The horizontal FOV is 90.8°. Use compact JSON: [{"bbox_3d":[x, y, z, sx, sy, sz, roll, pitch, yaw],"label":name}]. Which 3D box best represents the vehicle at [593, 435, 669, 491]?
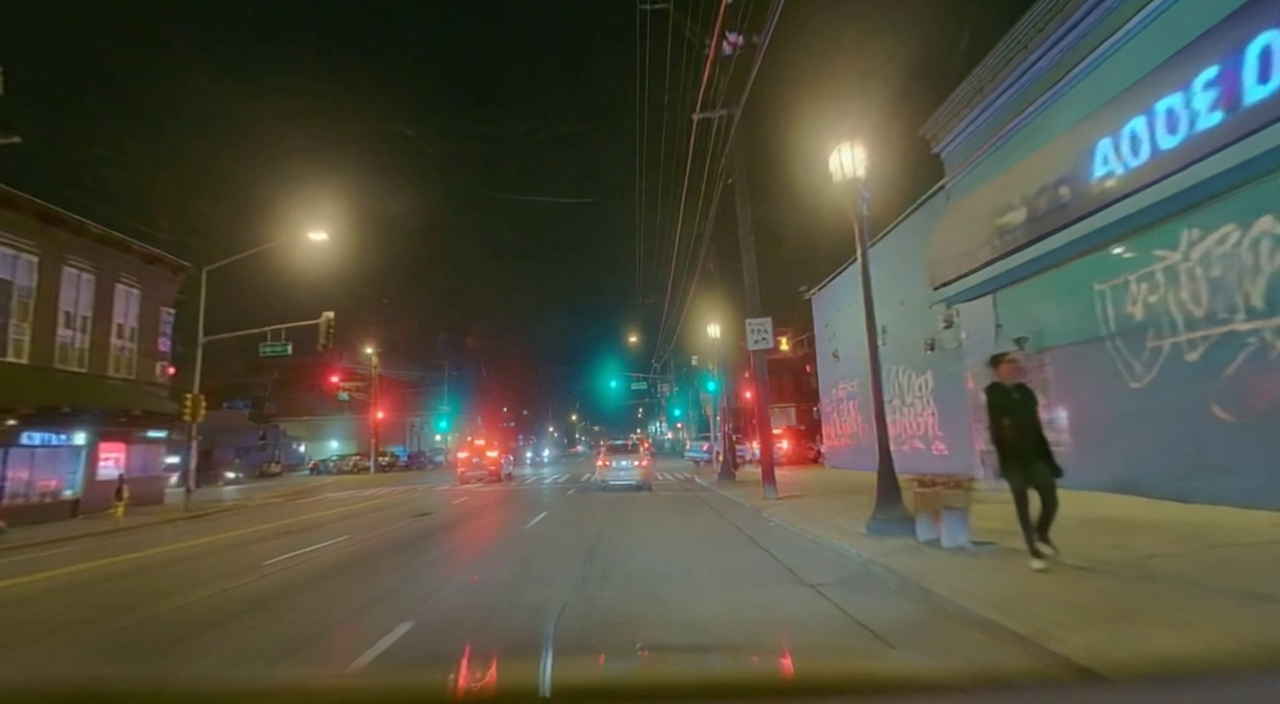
[{"bbox_3d":[-0.243,3.342,19.386,2.059,1.497,4.260,0,-8,0],"label":"vehicle"}]

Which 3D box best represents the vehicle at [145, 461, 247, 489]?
[{"bbox_3d":[-26.030,7.218,37.149,4.479,1.484,2.036,0,-8,1],"label":"vehicle"}]

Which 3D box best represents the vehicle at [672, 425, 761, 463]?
[{"bbox_3d":[4.074,4.826,33.345,4.478,1.749,2.161,4,-9,-42],"label":"vehicle"}]

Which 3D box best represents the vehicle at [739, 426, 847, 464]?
[{"bbox_3d":[7.473,4.551,31.141,4.714,1.686,1.973,0,-7,-9],"label":"vehicle"}]

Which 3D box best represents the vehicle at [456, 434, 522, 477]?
[{"bbox_3d":[-6.671,4.609,28.390,2.063,1.751,4.229,0,-8,-2],"label":"vehicle"}]

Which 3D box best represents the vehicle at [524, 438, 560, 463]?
[{"bbox_3d":[-6.186,6.254,40.193,2.097,1.457,4.439,1,-8,-8],"label":"vehicle"}]
